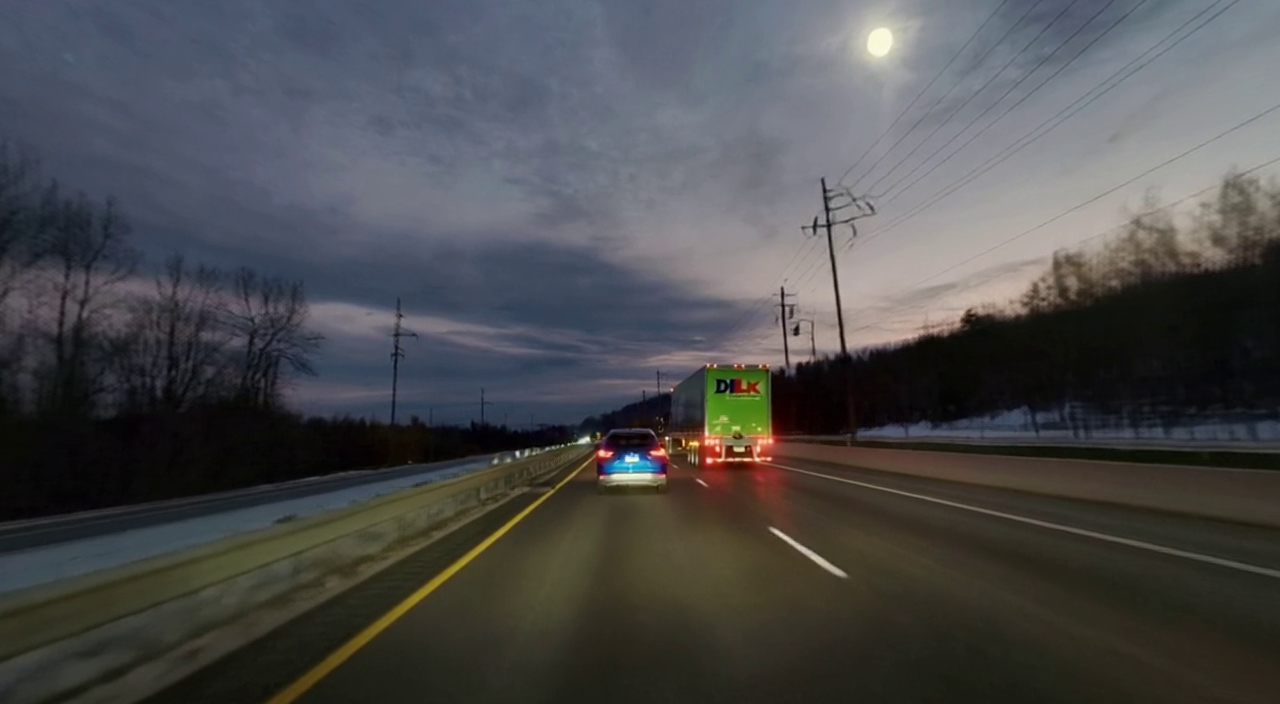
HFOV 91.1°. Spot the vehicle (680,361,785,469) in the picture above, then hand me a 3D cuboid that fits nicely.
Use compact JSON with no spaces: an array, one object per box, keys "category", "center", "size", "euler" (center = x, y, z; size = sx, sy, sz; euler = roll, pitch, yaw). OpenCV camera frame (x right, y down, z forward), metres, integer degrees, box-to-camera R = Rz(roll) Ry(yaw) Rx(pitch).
[{"category":"vehicle","center":[3.628,2.865,27.200],"size":[2.835,3.872,8.916],"euler":[0,-8,-2]}]

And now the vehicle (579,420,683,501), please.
[{"category":"vehicle","center":[-0.230,2.421,14.439],"size":[2.062,1.581,3.914],"euler":[0,-8,-2]}]
